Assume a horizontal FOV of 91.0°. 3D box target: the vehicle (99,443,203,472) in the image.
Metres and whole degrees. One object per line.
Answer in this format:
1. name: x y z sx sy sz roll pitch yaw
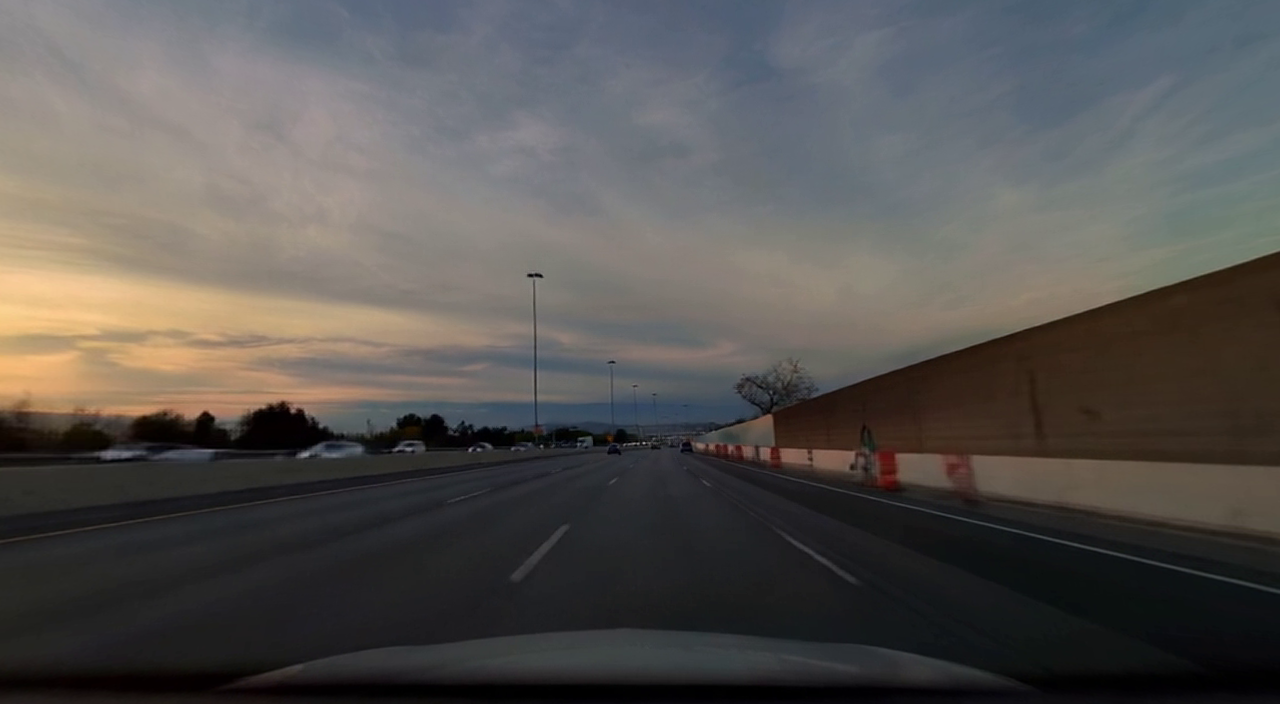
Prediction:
1. vehicle: -28.241 6.109 36.651 1.902 1.517 5.008 0 -9 2

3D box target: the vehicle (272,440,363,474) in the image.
1. vehicle: -15.548 5.092 30.699 2.048 1.510 4.327 0 -9 2
